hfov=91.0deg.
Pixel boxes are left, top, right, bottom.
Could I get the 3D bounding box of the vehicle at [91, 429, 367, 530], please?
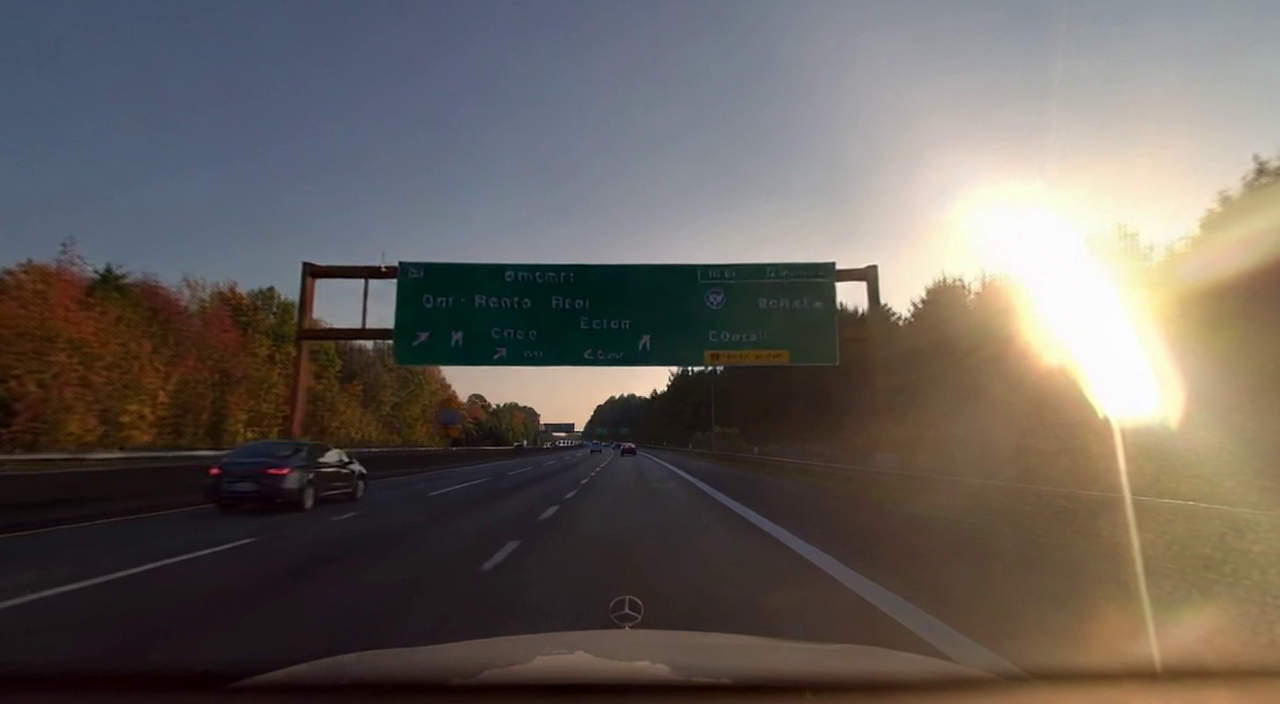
[{"bbox_3d":[-6.929,2.174,11.367,2.053,1.452,4.347,0,-8,0],"label":"vehicle"}]
